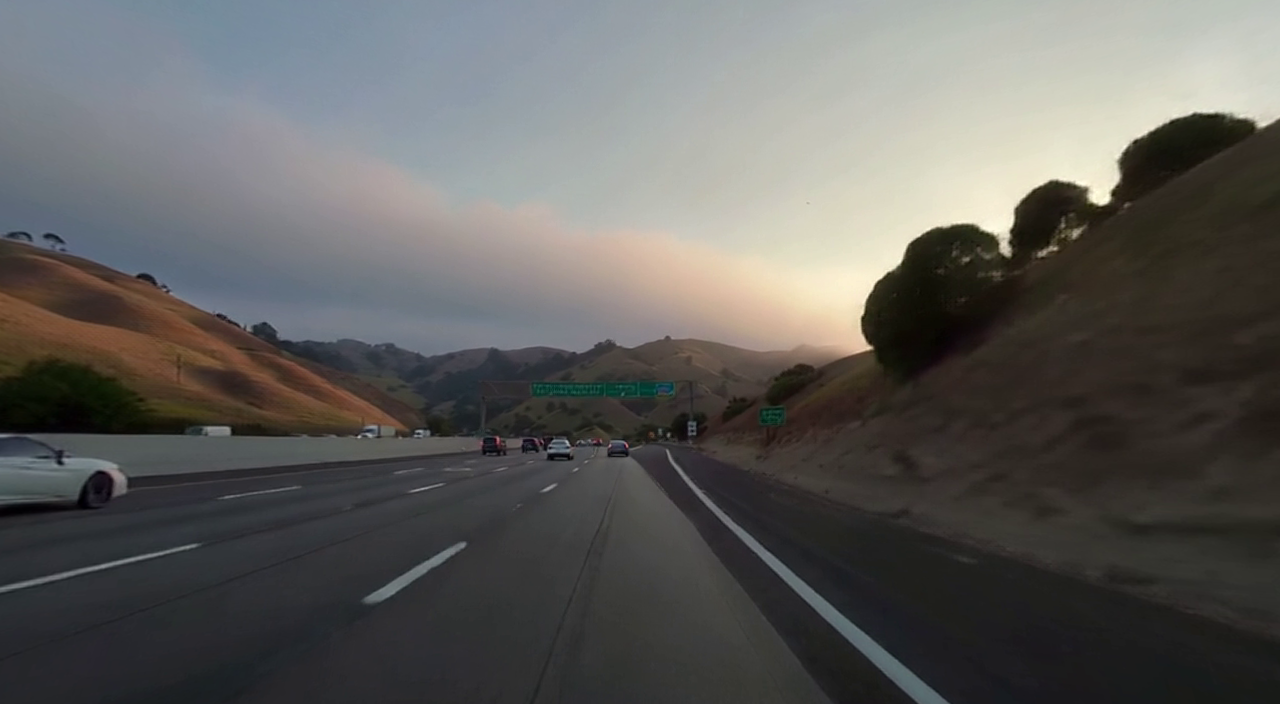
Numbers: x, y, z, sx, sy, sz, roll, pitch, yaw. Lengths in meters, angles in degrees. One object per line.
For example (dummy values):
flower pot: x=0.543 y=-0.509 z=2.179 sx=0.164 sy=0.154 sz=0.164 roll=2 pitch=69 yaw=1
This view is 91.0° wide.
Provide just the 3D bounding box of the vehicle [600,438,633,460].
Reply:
vehicle: x=-1.803 y=7.489 z=48.623 sx=2.421 sy=1.594 sz=4.248 roll=0 pitch=-8 yaw=-2

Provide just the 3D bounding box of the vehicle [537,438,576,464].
vehicle: x=-5.344 y=6.419 z=40.942 sx=2.060 sy=1.631 sz=4.214 roll=0 pitch=-8 yaw=-1

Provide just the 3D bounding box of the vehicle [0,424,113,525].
vehicle: x=-11.502 y=1.994 z=10.203 sx=2.047 sy=1.645 sz=4.451 roll=0 pitch=-8 yaw=-1
